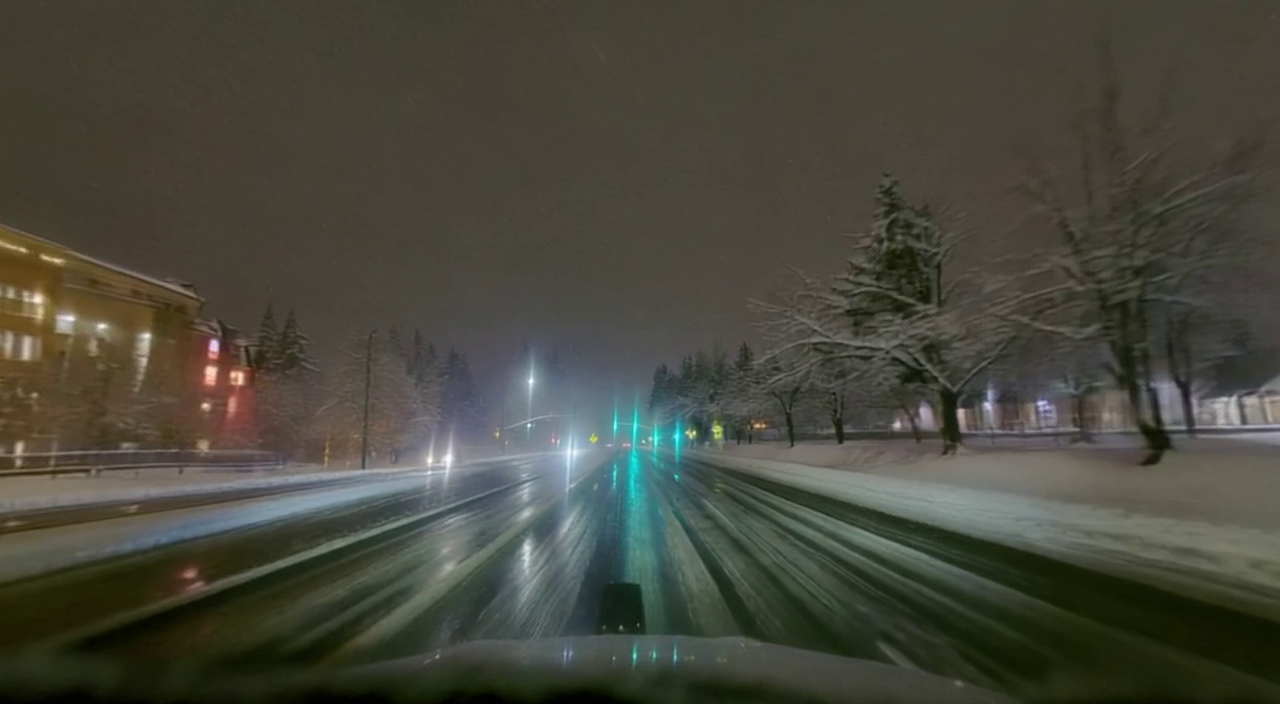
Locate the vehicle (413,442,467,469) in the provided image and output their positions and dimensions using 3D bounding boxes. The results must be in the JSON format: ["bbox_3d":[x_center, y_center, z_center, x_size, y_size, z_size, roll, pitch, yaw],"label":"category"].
[{"bbox_3d":[-13.934,7.231,44.279,2.133,1.770,5.049,0,-9,0],"label":"vehicle"}]
